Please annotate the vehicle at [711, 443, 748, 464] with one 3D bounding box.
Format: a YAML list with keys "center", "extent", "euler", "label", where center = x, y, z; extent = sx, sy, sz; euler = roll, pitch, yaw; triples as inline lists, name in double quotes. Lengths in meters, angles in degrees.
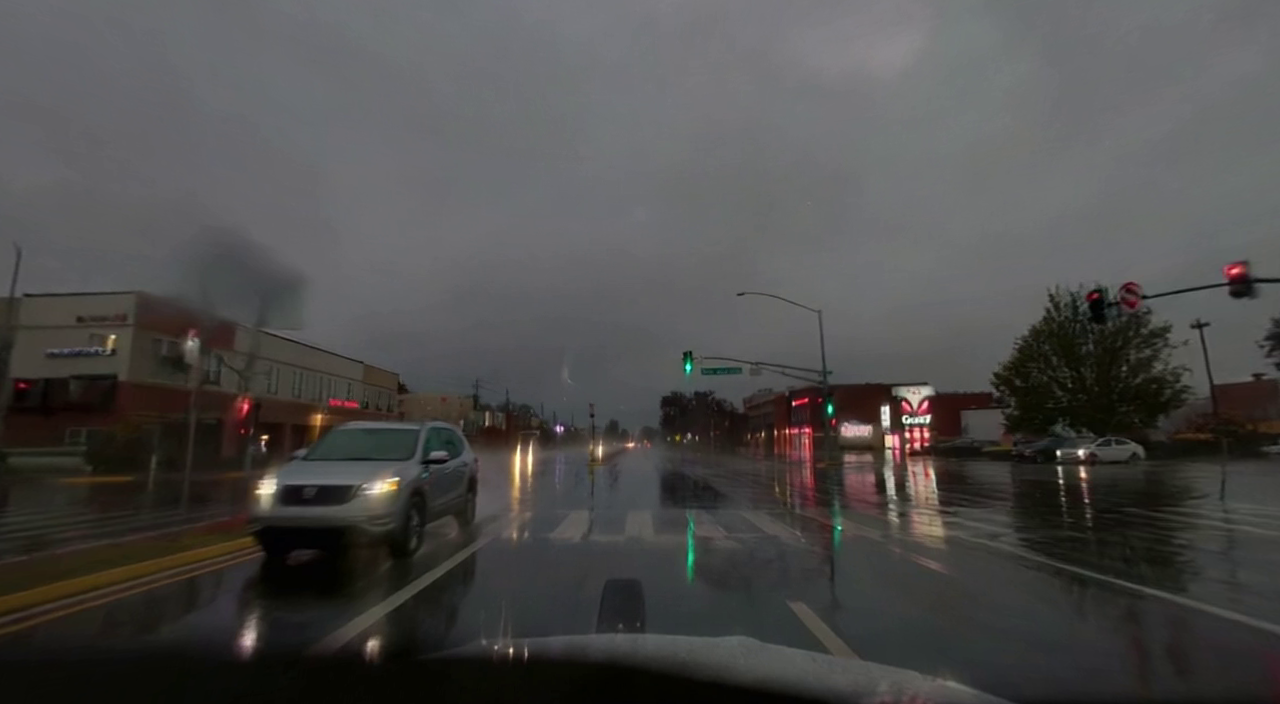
- center: [6.443, 7.417, 46.082]
  extent: [1.916, 1.437, 4.327]
  euler: [0, -9, -2]
  label: "vehicle"

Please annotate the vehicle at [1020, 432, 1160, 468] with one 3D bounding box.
- center: [19.658, 4.309, 27.743]
  extent: [4.722, 1.477, 1.964]
  euler: [1, -9, -4]
  label: "vehicle"

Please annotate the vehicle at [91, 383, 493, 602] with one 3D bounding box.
- center: [-3.440, 1.526, 7.753]
  extent: [2.087, 1.789, 4.988]
  euler: [0, -9, 0]
  label: "vehicle"
